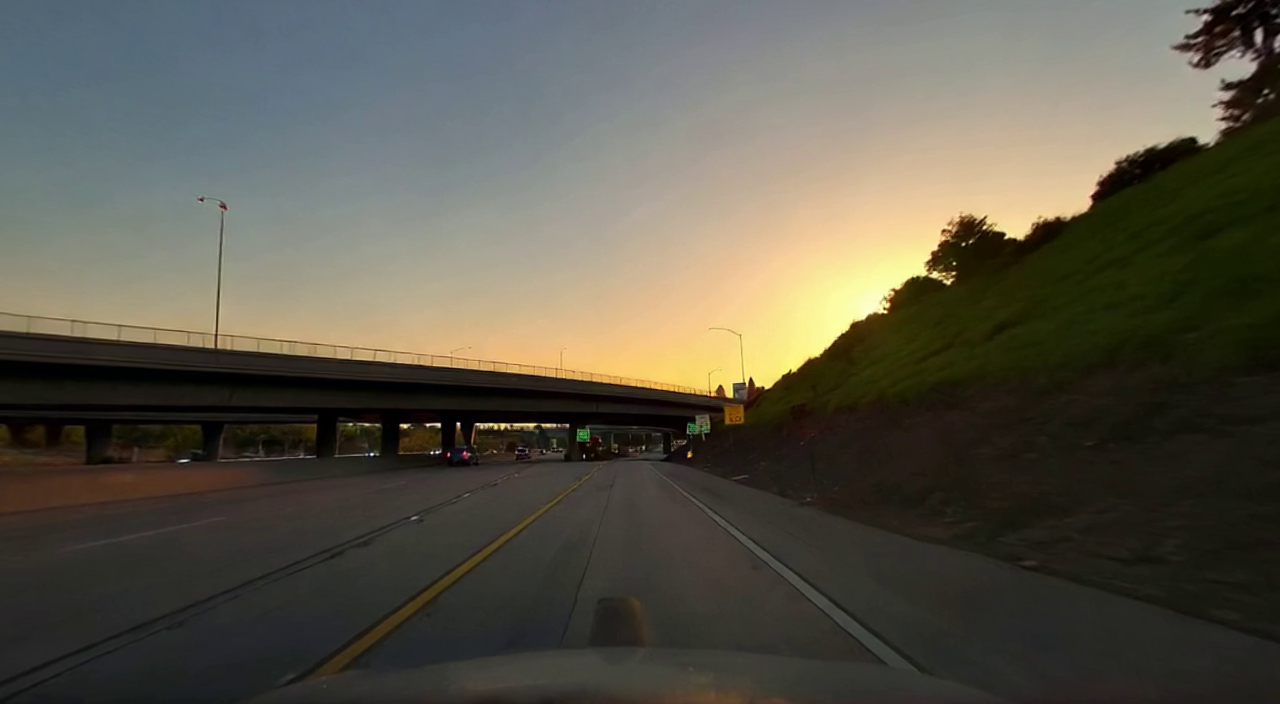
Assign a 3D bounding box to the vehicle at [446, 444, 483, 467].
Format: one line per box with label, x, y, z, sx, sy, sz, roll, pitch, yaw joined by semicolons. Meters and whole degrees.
vehicle;-13.598;8.018;49.224;2.018;1.710;4.252;0;-9;-5
